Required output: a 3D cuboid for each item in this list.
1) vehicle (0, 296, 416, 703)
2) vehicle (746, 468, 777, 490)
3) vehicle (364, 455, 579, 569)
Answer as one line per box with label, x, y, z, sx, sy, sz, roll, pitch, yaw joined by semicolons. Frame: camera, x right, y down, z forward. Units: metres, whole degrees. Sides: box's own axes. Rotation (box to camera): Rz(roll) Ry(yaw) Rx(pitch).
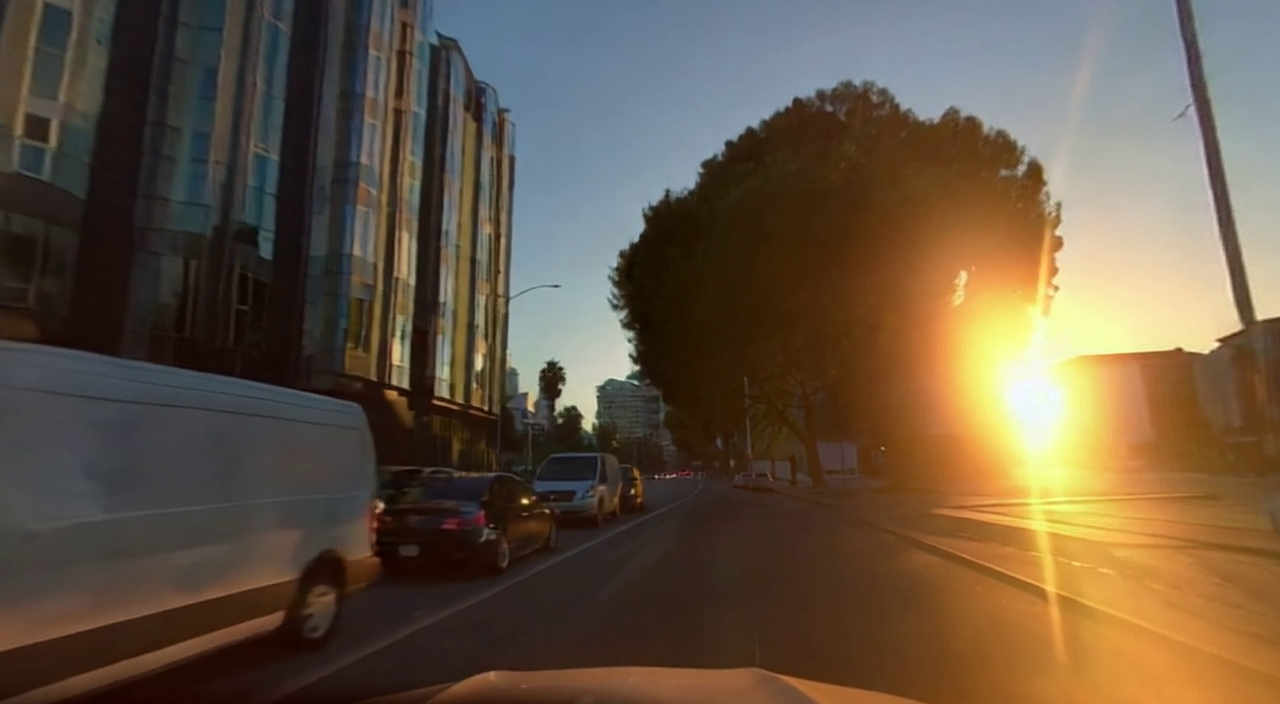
vehicle;-3.556;0.970;3.479;2.104;2.013;5.252;-3;-11;8
vehicle;8.576;9.004;44.835;1.899;1.470;3.666;-1;-10;7
vehicle;-2.549;2.618;10.954;1.853;1.495;4.632;-3;-11;9
